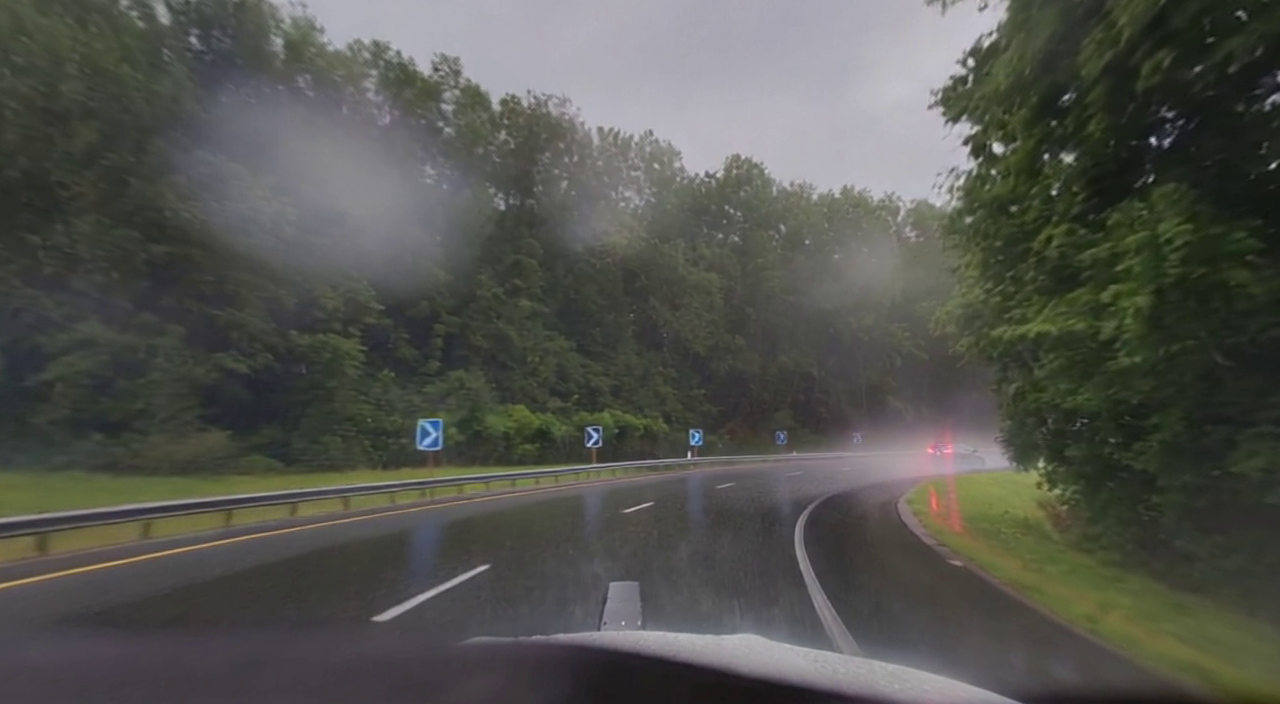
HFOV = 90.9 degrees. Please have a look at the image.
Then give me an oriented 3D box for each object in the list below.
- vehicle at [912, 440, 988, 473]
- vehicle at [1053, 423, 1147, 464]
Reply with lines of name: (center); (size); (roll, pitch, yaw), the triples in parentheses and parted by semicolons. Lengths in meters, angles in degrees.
vehicle: (17.354, 5.806, 35.160); (4.325, 1.674, 2.221); (8, -12, -41)
vehicle: (33.405, 6.676, 45.776); (5.981, 2.823, 2.498); (3, -10, -21)
